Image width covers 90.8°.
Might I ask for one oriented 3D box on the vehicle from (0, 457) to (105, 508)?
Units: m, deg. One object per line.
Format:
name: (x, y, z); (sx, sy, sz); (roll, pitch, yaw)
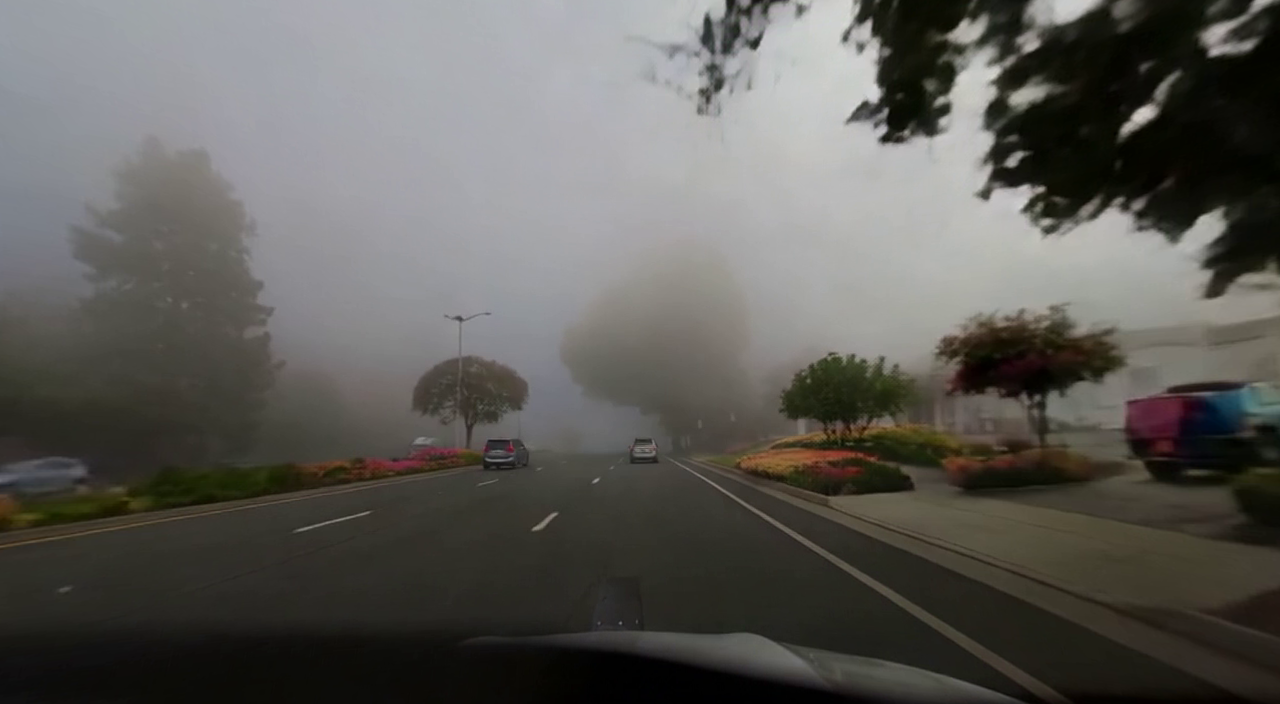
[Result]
vehicle: (-20.764, 4.281, 20.933); (1.877, 1.507, 4.722); (0, -9, 0)

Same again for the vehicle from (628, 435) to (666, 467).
vehicle: (0.420, 5.817, 37.328); (2.070, 1.764, 4.552); (0, -9, 1)

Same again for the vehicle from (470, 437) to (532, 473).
vehicle: (-6.838, 5.135, 31.627); (1.993, 1.657, 4.487); (0, -9, 1)
